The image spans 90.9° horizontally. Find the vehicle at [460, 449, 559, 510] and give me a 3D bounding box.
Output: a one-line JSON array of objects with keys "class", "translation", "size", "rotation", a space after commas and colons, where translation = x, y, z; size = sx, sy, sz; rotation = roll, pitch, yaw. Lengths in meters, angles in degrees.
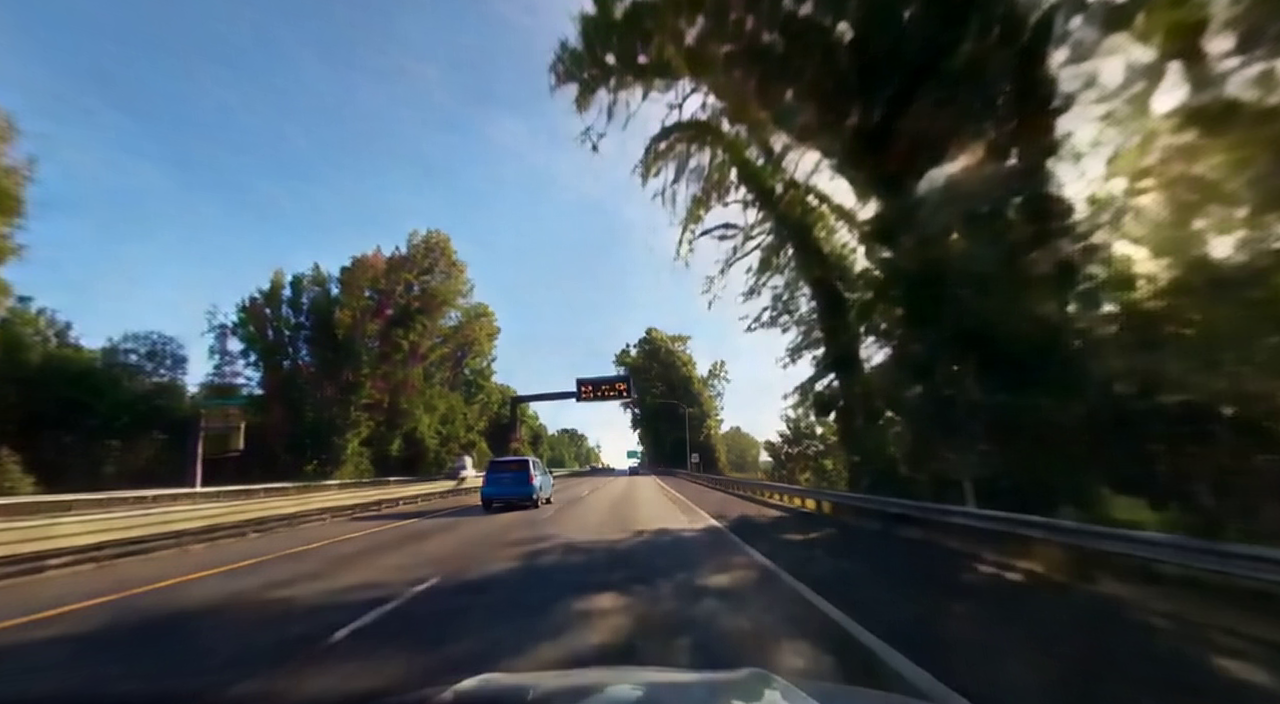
[{"class": "vehicle", "translation": [-3.785, 3.826, 19.103], "size": [2.081, 1.586, 4.245], "rotation": [1, -10, 0]}]
